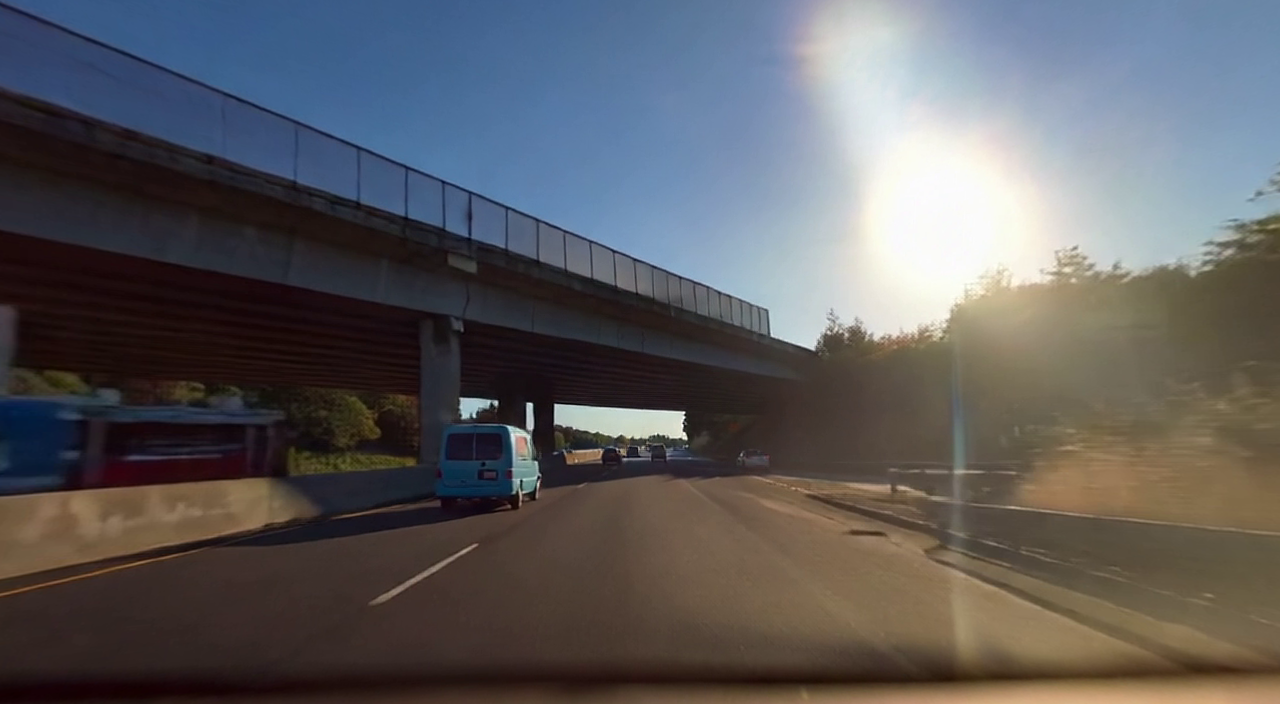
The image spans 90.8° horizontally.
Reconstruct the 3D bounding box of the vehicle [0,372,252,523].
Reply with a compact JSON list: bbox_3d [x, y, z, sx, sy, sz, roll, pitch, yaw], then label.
[{"bbox_3d":[-16.979,2.992,19.804,3.030,3.624,10.094,0,-9,1],"label":"vehicle"}]

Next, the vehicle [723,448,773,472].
[{"bbox_3d":[7.253,7.275,42.875,1.972,1.492,4.623,1,-9,-8],"label":"vehicle"}]

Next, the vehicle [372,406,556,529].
[{"bbox_3d":[-3.261,2.299,13.086,2.310,2.030,5.094,0,-8,0],"label":"vehicle"}]
